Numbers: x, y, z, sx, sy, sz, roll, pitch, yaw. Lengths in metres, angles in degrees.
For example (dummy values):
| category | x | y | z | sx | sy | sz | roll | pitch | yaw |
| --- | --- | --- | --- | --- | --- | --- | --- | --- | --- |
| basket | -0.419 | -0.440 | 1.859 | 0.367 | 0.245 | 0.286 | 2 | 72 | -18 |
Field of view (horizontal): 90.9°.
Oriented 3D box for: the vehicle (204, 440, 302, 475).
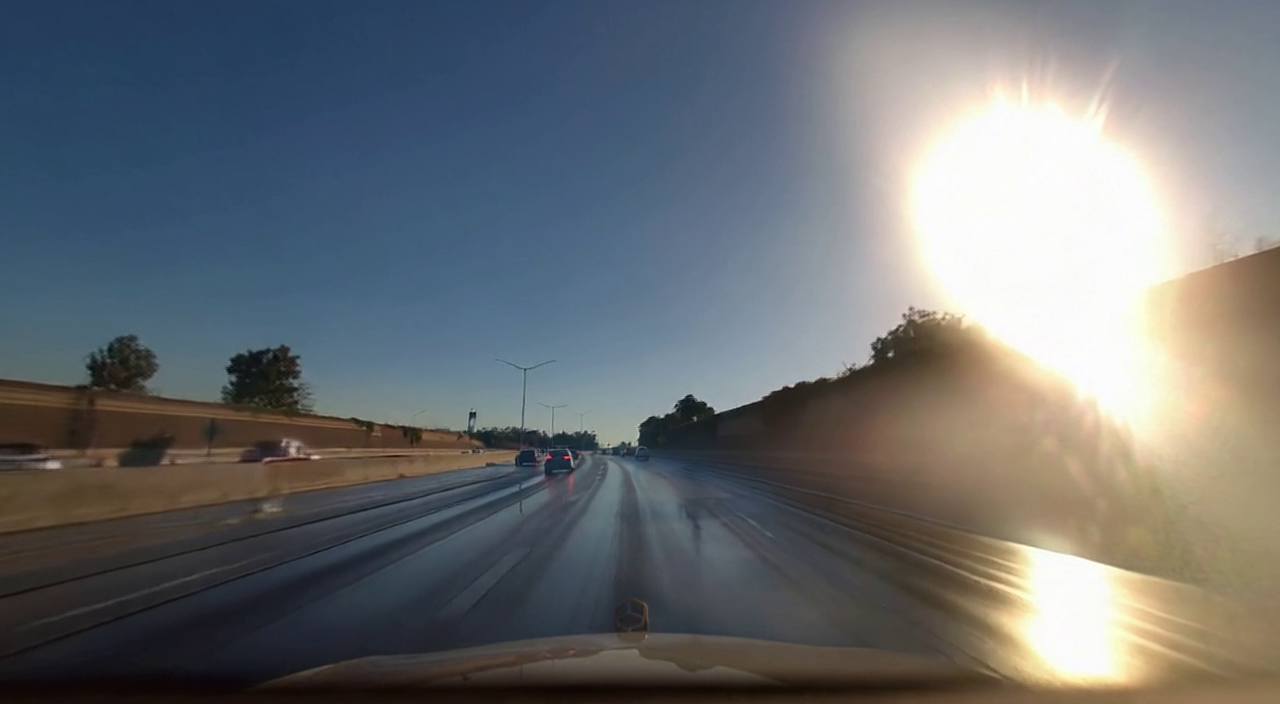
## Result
| category | x | y | z | sx | sy | sz | roll | pitch | yaw |
| --- | --- | --- | --- | --- | --- | --- | --- | --- | --- |
| vehicle | -18.554 | 5.073 | 30.511 | 1.977 | 1.538 | 4.458 | 0 | -9 | -1 |

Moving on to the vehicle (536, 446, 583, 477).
| category | x | y | z | sx | sy | sz | roll | pitch | yaw |
| --- | --- | --- | --- | --- | --- | --- | --- | --- | --- |
| vehicle | -4.145 | 5.721 | 33.142 | 2.014 | 1.481 | 4.156 | 0 | -8 | -2 |
